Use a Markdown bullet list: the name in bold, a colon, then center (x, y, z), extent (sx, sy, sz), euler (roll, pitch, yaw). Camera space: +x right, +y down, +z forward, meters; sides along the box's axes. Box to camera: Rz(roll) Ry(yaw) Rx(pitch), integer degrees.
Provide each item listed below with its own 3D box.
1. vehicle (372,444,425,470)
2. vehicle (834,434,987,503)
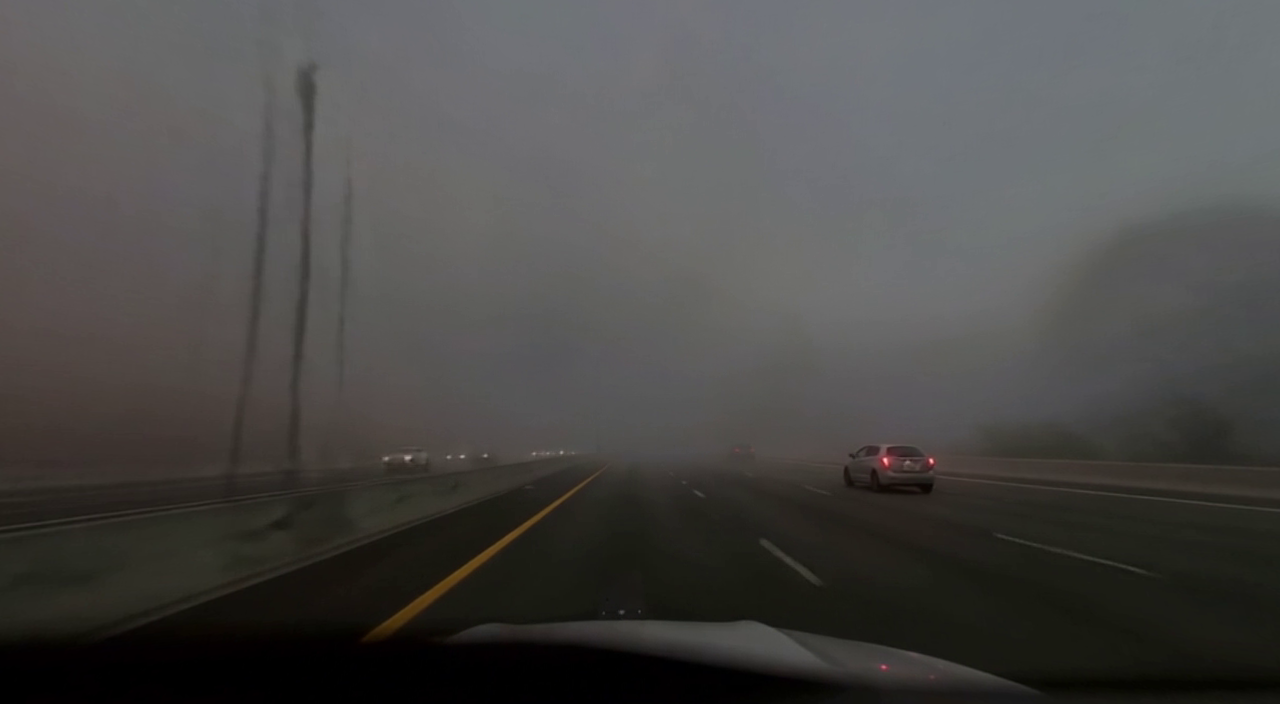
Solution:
- **vehicle**: center (-17.329, 7.541, 45.561), extent (1.965, 1.742, 4.623), euler (0, -8, 1)
- **vehicle**: center (6.876, 3.008, 16.746), extent (1.901, 1.548, 4.684), euler (0, -9, -1)
